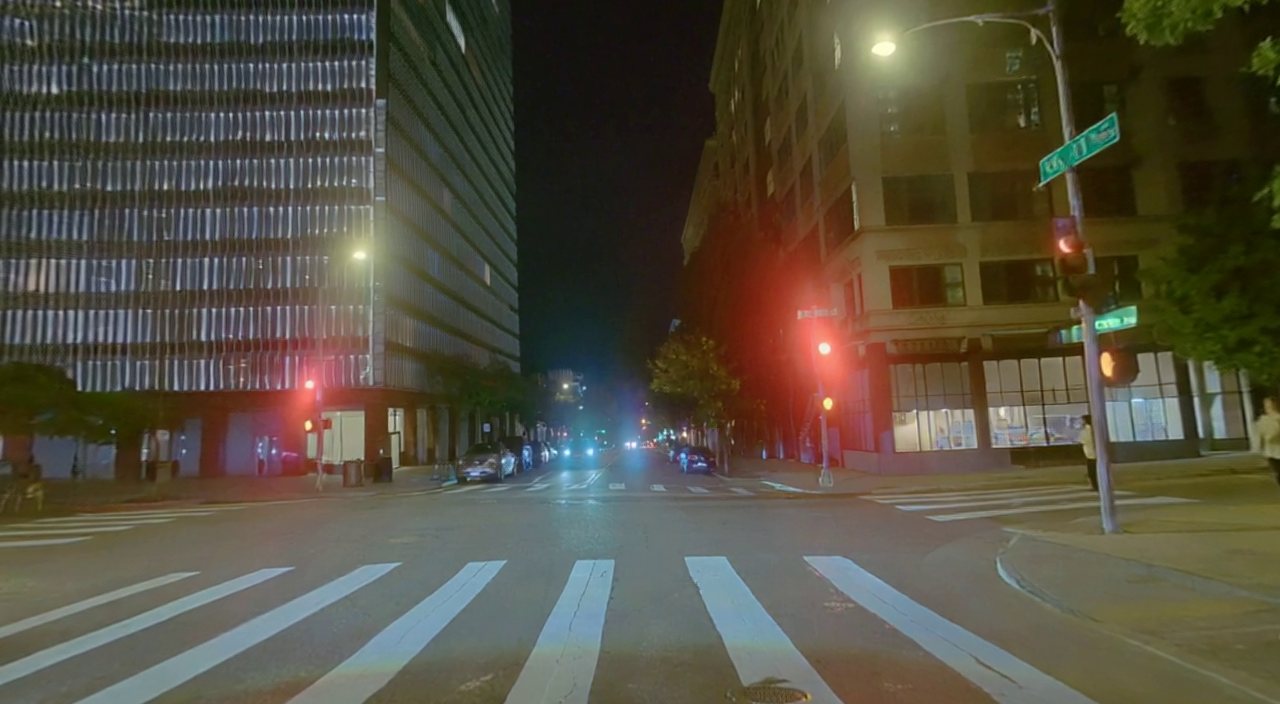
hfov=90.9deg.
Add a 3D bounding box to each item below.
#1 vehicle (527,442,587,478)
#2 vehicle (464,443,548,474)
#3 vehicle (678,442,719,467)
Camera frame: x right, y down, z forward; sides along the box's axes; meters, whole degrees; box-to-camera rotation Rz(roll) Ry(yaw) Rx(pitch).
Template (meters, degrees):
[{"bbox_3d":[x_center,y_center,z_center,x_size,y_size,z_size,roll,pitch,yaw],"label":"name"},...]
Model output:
[{"bbox_3d":[-3.665,4.844,28.643,1.989,1.481,4.500,0,-8,1],"label":"vehicle"},{"bbox_3d":[-8.022,6.356,38.012,4.526,1.726,1.963,8,-12,-44],"label":"vehicle"},{"bbox_3d":[3.547,6.280,38.860,1.853,1.426,4.160,1,-8,-3],"label":"vehicle"}]
